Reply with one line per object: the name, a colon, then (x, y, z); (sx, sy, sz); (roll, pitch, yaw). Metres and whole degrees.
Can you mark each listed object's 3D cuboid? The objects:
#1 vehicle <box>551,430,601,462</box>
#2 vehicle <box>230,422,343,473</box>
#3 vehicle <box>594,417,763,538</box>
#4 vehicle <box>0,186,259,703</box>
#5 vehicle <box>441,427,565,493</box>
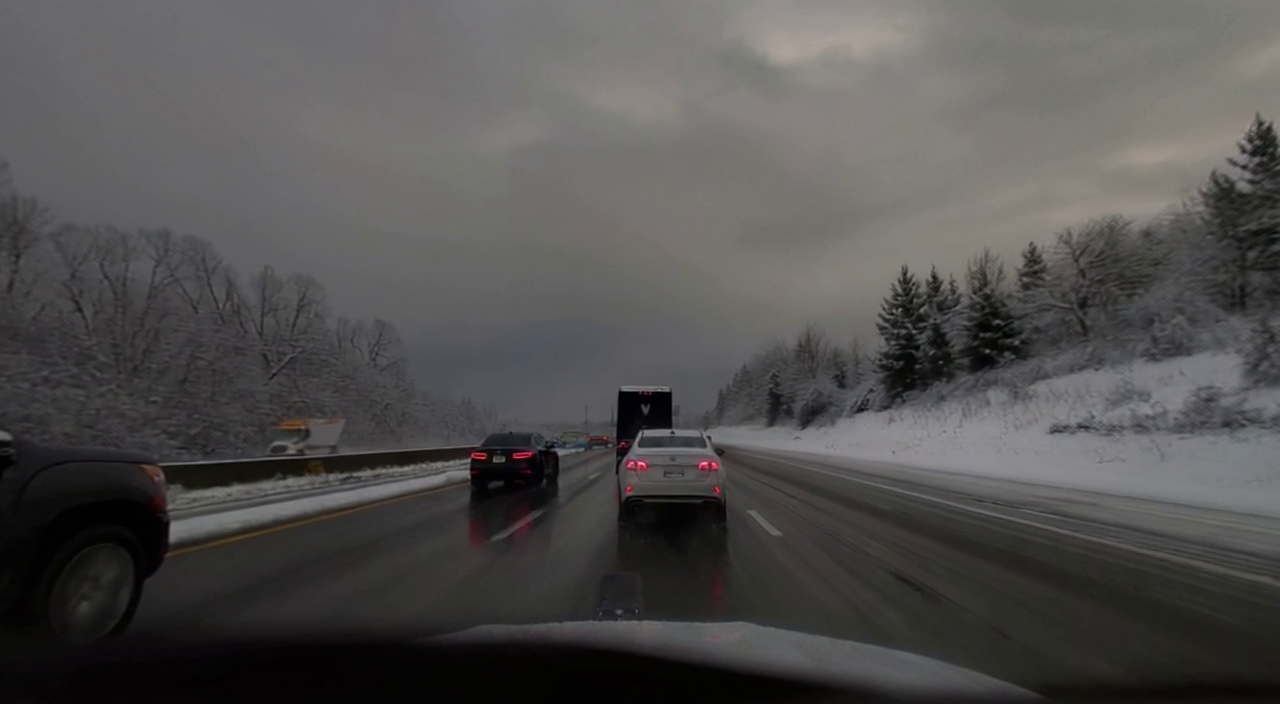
vehicle: (-3.143, 4.737, 31.786); (1.980, 1.491, 3.655); (-1, -8, 3)
vehicle: (-18.293, 4.954, 33.001); (2.305, 2.396, 5.841); (0, -8, 2)
vehicle: (0.544, 1.841, 9.945); (2.089, 1.485, 4.153); (0, -8, 2)
vehicle: (-4.054, 0.332, 1.594); (2.386, 2.435, 5.831); (0, -8, 1)
vehicle: (-3.363, 2.740, 16.418); (2.087, 1.457, 4.313); (0, -8, 2)
